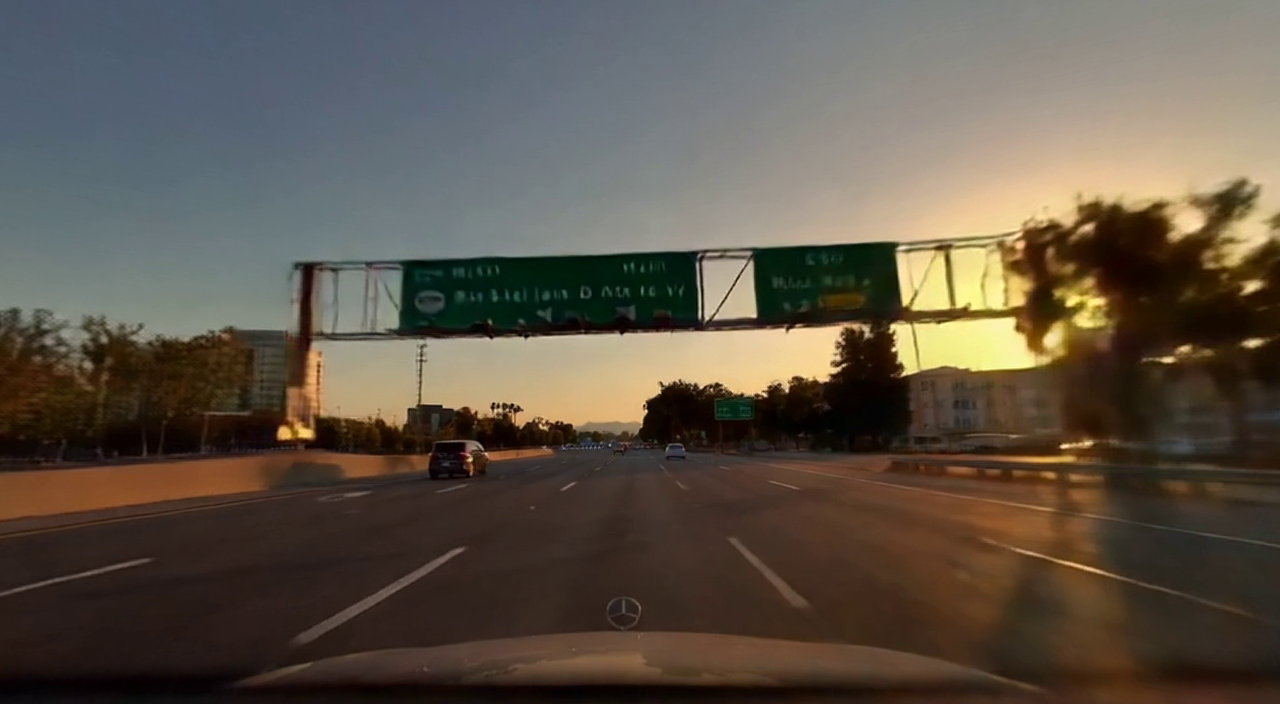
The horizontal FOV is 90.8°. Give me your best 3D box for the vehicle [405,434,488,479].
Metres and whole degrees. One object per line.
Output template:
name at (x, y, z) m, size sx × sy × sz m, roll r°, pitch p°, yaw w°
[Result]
vehicle at (-7.930, 4.325, 26.425) m, size 2.089 × 1.724 × 4.327 m, roll 0°, pitch -8°, yaw 0°
